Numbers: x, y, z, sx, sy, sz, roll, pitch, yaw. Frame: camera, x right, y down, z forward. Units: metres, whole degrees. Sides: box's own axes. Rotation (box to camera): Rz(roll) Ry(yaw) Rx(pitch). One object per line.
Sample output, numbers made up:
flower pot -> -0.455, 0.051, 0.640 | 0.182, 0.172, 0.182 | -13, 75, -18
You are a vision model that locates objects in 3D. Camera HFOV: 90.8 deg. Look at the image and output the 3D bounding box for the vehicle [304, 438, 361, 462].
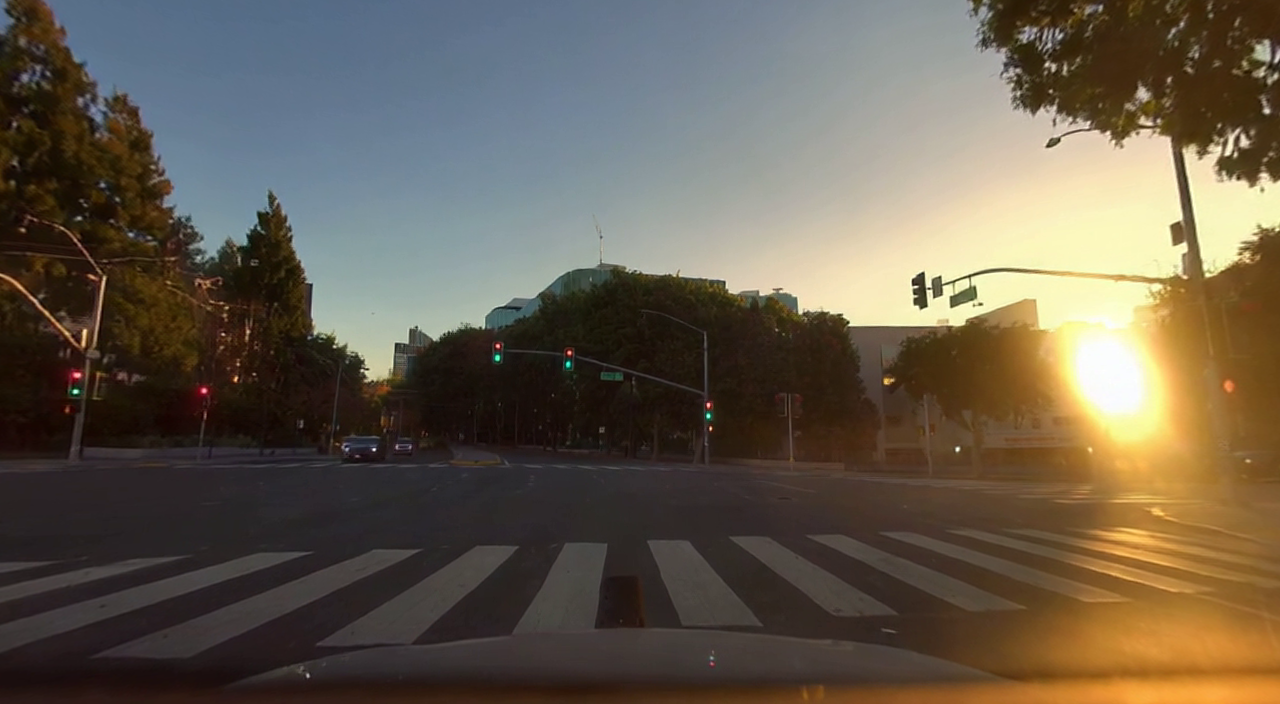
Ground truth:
vehicle -> -19.771, 6.328, 40.819 | 1.918, 1.432, 4.433 | 1, -9, -7
